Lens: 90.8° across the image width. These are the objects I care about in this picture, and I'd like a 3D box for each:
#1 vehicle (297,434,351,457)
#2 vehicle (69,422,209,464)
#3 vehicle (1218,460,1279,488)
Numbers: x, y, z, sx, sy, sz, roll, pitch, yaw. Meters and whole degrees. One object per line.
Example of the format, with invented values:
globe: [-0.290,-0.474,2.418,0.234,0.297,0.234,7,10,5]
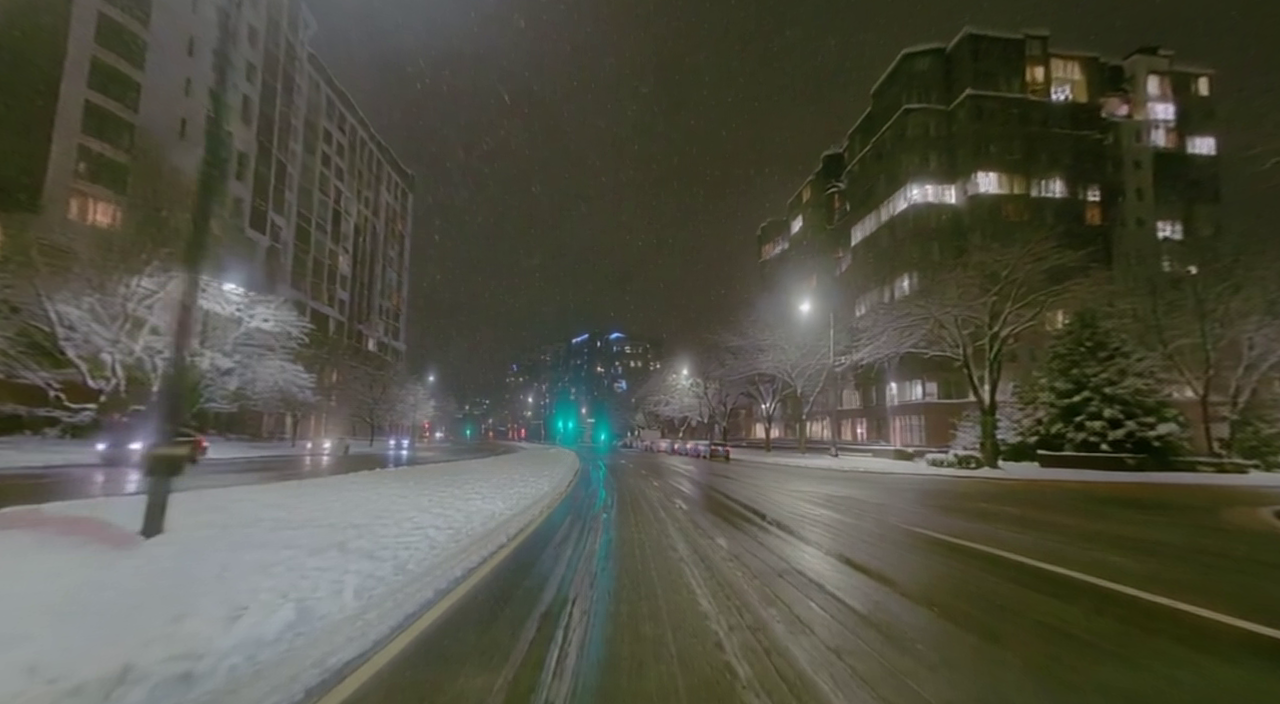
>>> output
vehicle: [-20.762,6.165,41.693,1.822,1.453,4.053,1,-9,-6]
vehicle: [-19.219,3.544,24.564,1.828,1.445,4.613,1,-9,-3]
vehicle: [35.707,6.932,36.066,4.154,1.500,1.953,3,-9,-15]
